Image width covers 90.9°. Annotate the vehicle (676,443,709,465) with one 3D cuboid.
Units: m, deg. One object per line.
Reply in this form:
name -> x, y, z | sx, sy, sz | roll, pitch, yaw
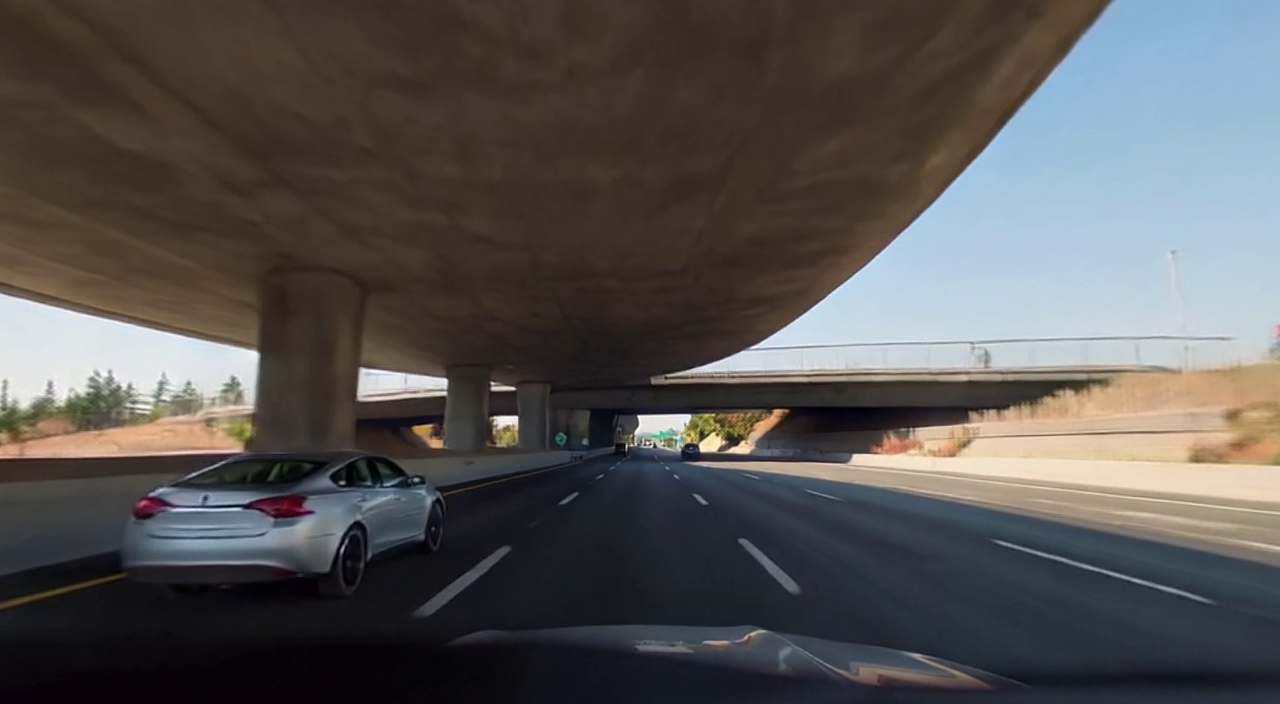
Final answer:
vehicle -> 3.895, 7.618, 47.344 | 1.949, 1.515, 4.374 | 0, -9, -1
